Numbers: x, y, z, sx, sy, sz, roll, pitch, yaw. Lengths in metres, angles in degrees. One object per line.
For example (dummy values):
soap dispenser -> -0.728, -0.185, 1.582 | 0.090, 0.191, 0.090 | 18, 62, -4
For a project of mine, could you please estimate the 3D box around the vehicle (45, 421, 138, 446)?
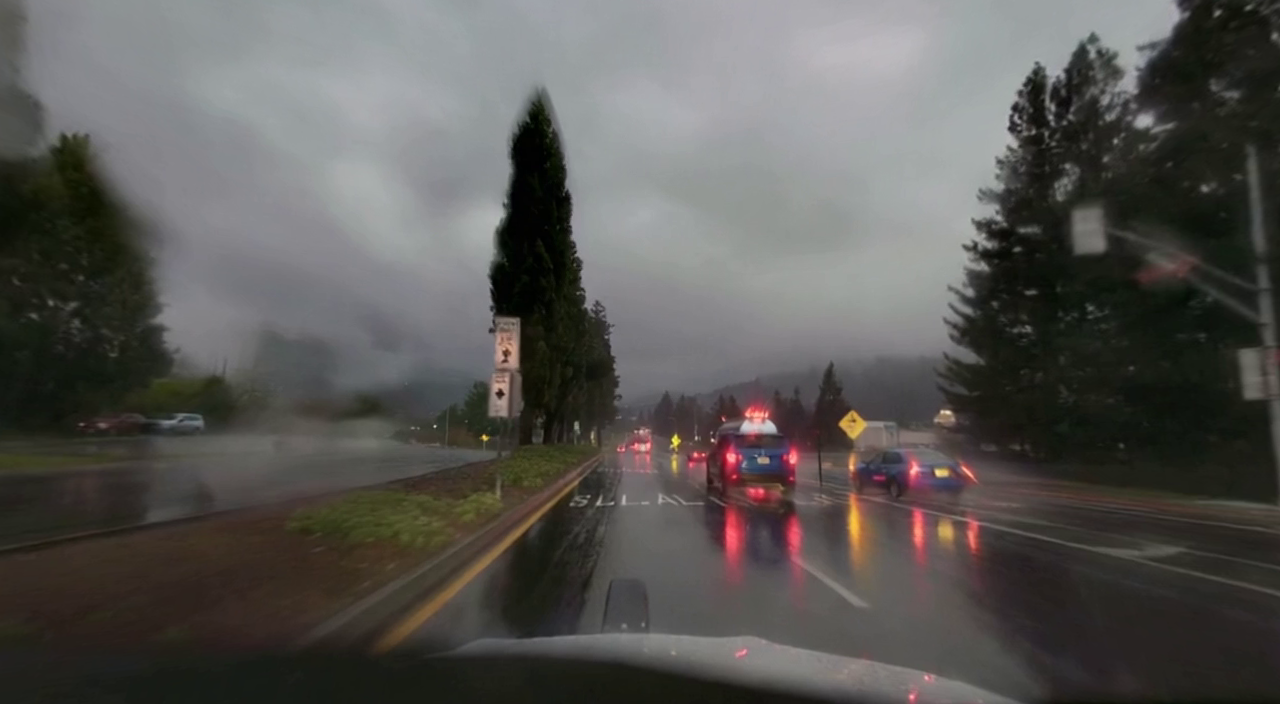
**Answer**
vehicle -> -32.040, 4.784, 36.903 | 3.789, 1.409, 1.727 | 0, -9, 1

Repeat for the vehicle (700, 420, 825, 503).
vehicle -> 2.815, 2.657, 15.630 | 2.045, 1.729, 4.532 | 0, -8, -2

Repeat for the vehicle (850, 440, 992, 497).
vehicle -> 8.093, 3.366, 18.693 | 1.966, 1.476, 4.270 | 0, -8, -5

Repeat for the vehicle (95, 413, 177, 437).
vehicle -> -32.432, 4.725, 40.642 | 3.607, 1.431, 1.906 | 0, -11, 3
